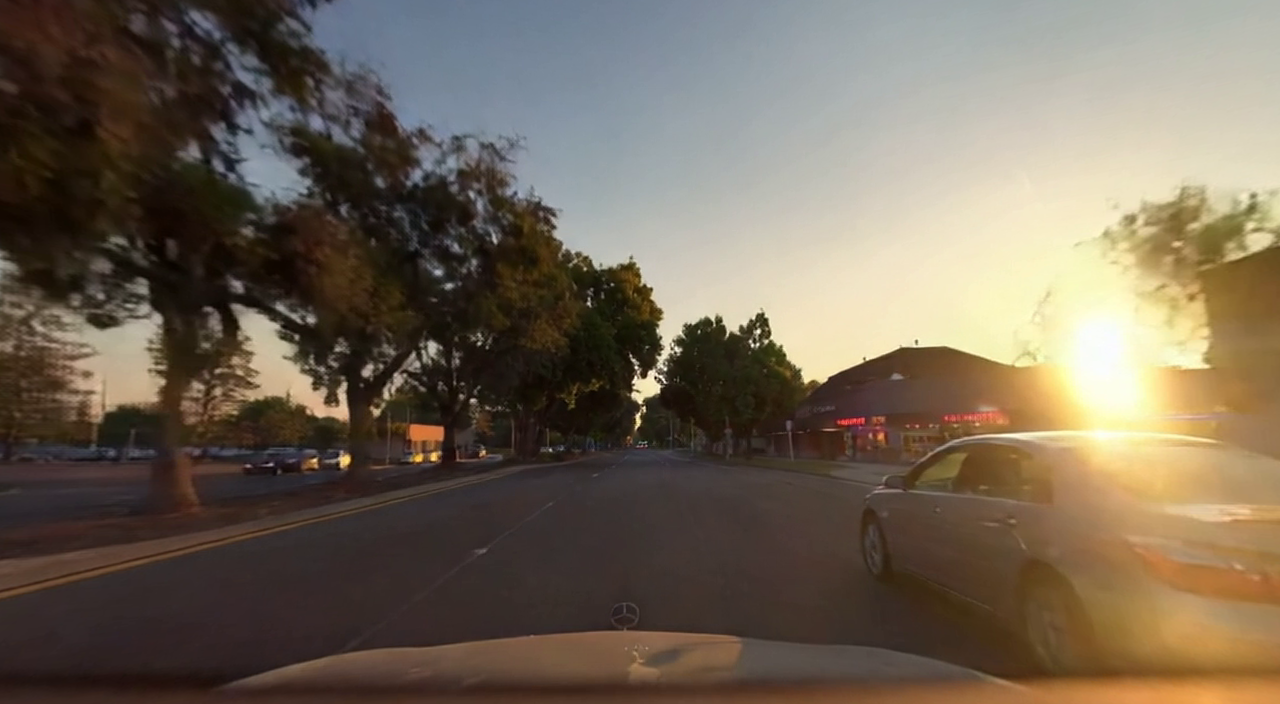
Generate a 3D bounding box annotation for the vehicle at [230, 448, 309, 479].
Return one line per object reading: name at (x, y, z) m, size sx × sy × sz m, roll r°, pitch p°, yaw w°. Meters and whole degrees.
vehicle at (-19.349, 5.823, 33.153) m, size 1.761 × 1.488 × 3.822 m, roll -1°, pitch -8°, yaw 1°

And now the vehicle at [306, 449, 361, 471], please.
vehicle at (-22.555, 7.938, 46.619) m, size 1.784 × 1.438 × 4.471 m, roll 0°, pitch -8°, yaw 0°

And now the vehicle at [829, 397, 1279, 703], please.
vehicle at (3.070, 1.215, 4.480) m, size 2.004 × 1.470 × 4.544 m, roll 0°, pitch -8°, yaw 0°
